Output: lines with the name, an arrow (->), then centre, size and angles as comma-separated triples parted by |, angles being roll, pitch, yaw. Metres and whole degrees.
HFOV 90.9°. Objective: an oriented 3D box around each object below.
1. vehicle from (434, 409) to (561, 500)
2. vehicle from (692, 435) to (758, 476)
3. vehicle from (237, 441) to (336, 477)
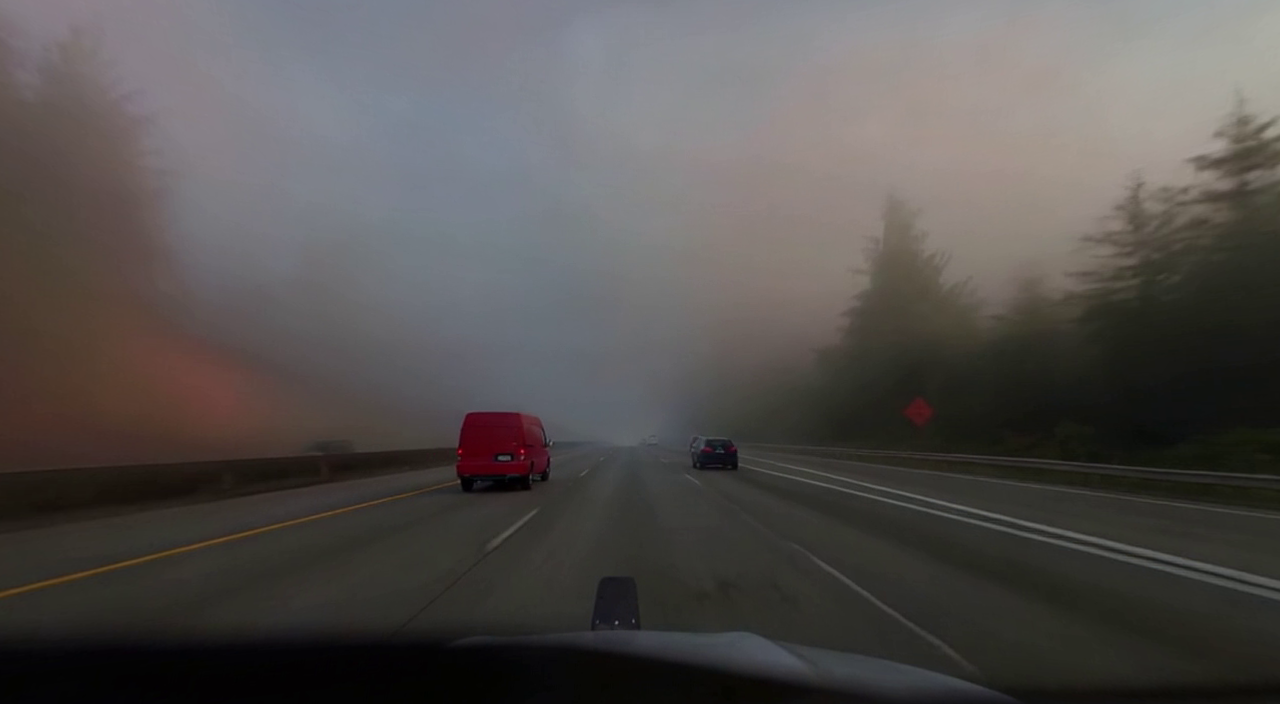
vehicle -> -3.559, 2.672, 16.910 | 2.275, 2.053, 5.082 | 0, -8, -1
vehicle -> 3.261, 4.053, 25.033 | 2.020, 1.464, 3.803 | 0, -8, -1
vehicle -> -16.470, 4.993, 29.712 | 1.865, 1.497, 4.820 | 0, -8, 0
